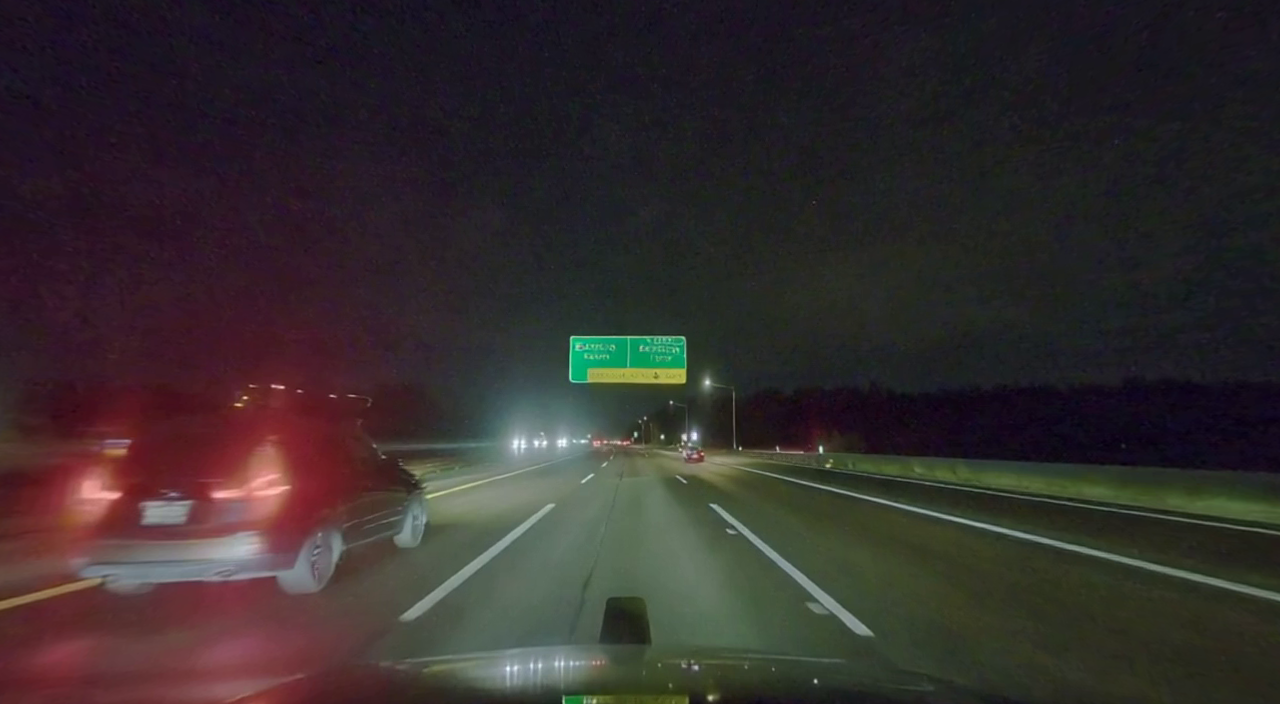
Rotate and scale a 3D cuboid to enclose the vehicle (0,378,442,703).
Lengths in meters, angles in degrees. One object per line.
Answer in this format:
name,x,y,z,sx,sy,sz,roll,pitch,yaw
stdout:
vehicle,-3.582,1.271,5.165,2.160,1.608,5.012,0,-8,1
